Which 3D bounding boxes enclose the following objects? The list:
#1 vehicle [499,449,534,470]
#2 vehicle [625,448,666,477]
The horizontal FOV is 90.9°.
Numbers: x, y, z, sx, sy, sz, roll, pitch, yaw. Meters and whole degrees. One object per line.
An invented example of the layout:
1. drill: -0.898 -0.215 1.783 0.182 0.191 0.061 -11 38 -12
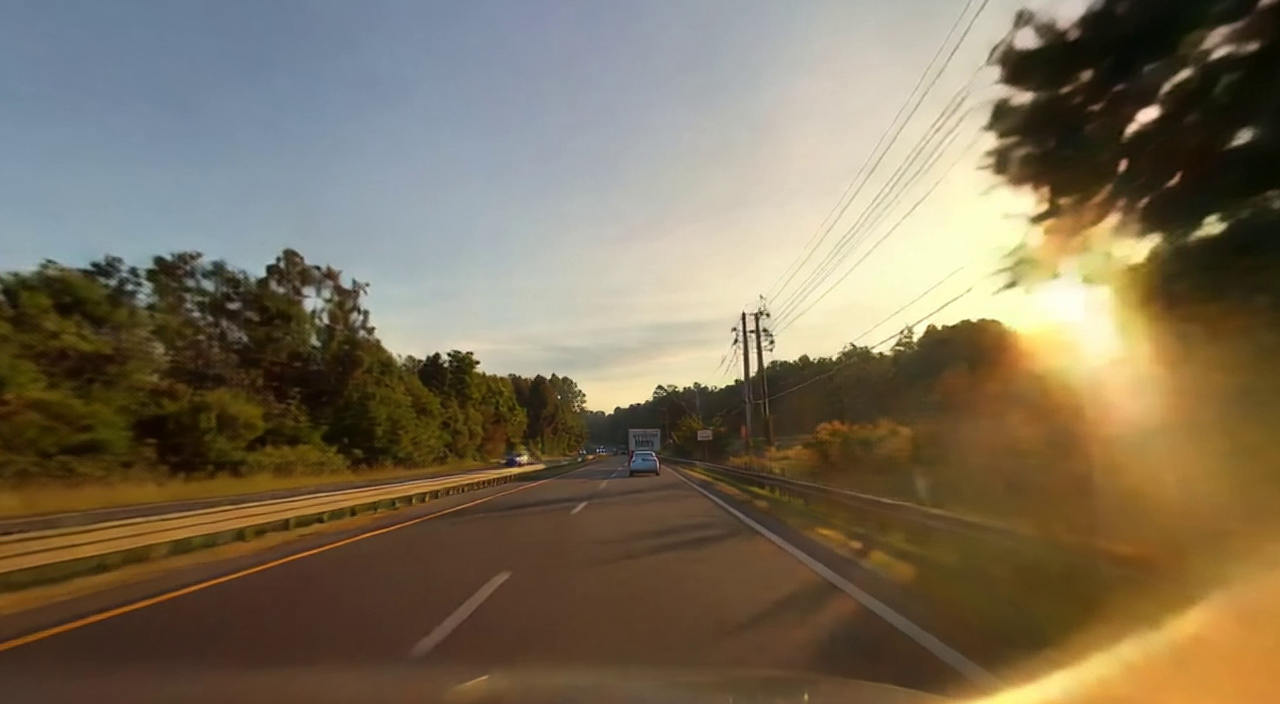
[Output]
1. vehicle: -9.058 7.893 46.392 1.838 1.480 3.699 0 -9 0
2. vehicle: 0.244 6.002 34.353 2.080 1.486 3.813 0 -9 -1
